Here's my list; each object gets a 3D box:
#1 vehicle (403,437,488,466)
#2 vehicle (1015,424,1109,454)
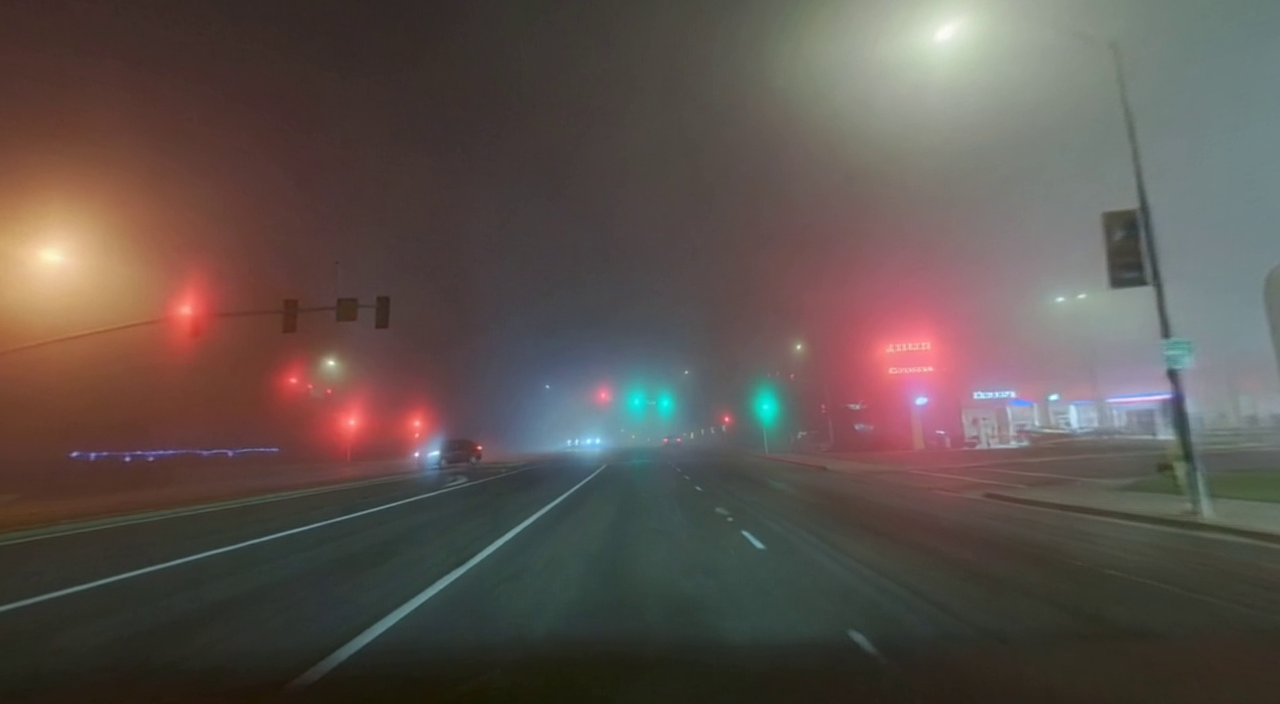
[{"bbox_3d":[-12.921,6.627,42.089,4.938,1.863,2.162,-1,-8,4],"label":"vehicle"},{"bbox_3d":[22.372,4.617,33.385,4.694,1.481,1.884,4,-9,-26],"label":"vehicle"}]
